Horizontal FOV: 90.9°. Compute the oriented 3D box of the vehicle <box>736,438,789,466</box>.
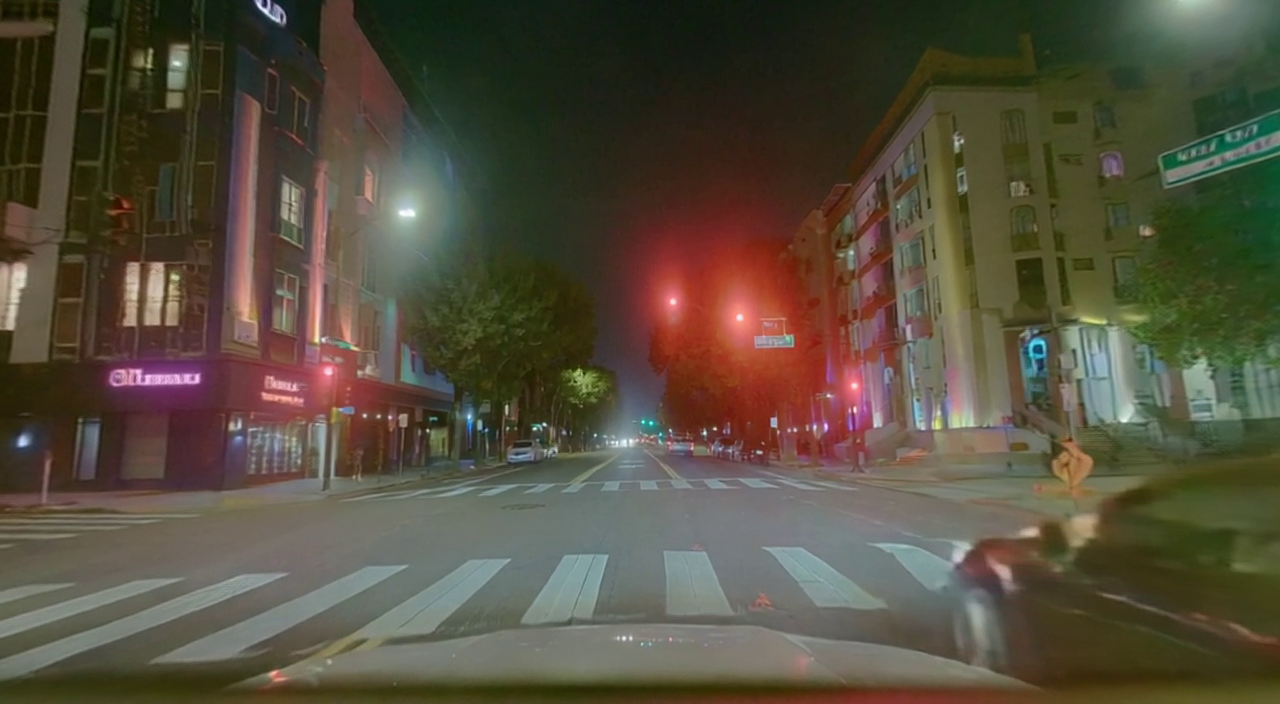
[{"bbox_3d":[6.963,5.731,36.282,1.997,1.510,4.455,1,-8,-2],"label":"vehicle"}]

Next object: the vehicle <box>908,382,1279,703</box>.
[{"bbox_3d":[2.720,0.865,1.945,2.014,1.474,4.090,0,-8,1],"label":"vehicle"}]

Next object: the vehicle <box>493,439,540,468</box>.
[{"bbox_3d":[-7.247,5.957,37.437,2.127,1.533,4.547,-1,-8,-3],"label":"vehicle"}]
